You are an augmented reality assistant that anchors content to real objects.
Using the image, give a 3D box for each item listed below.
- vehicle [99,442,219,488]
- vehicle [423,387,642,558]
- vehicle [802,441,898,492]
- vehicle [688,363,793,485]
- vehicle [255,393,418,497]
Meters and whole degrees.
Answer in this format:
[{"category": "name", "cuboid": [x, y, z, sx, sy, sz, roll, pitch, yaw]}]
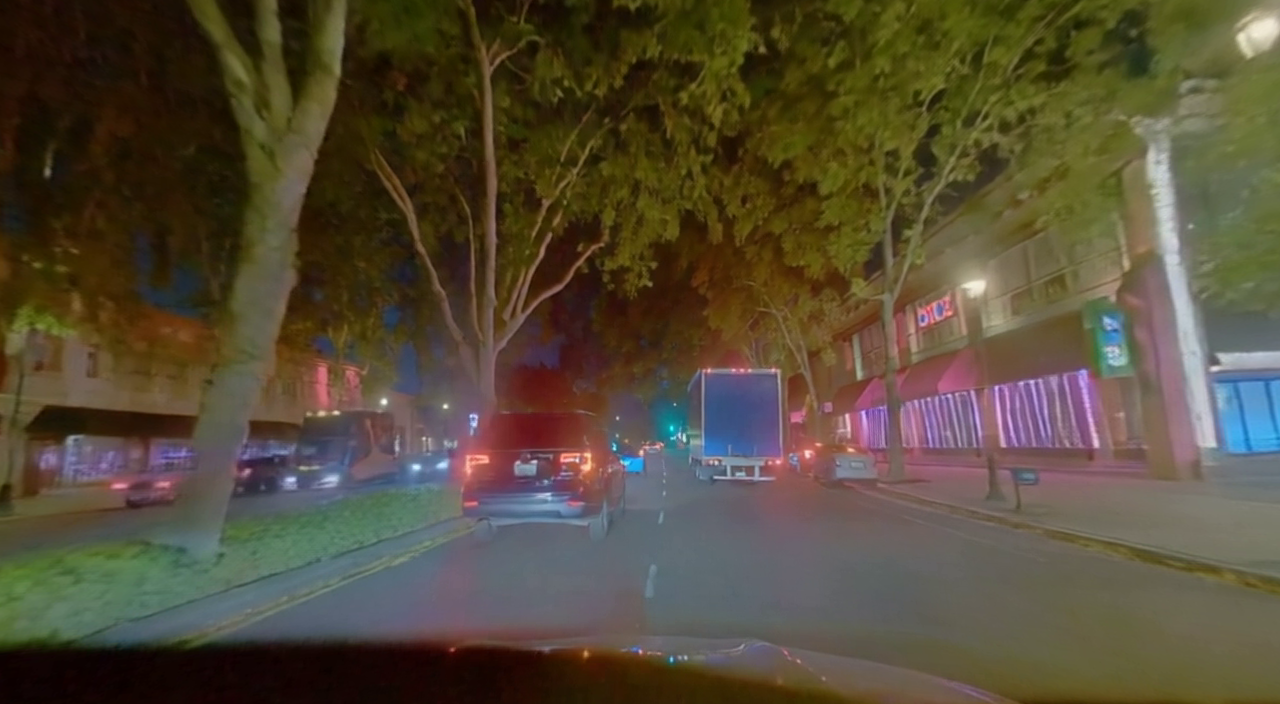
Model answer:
[{"category": "vehicle", "cuboid": [-27.639, 6.465, 36.675, 2.153, 2.378, 5.796, 0, -8, 3]}, {"category": "vehicle", "cuboid": [-1.307, 1.815, 10.124, 2.293, 2.036, 4.853, -1, -9, 4]}, {"category": "vehicle", "cuboid": [6.847, 3.751, 21.065, 1.929, 1.522, 4.158, -1, -9, 3]}, {"category": "vehicle", "cuboid": [3.957, 3.402, 28.341, 3.007, 4.206, 12.913, -1, -8, 2]}, {"category": "vehicle", "cuboid": [-12.294, 3.899, 26.569, 3.027, 3.656, 7.024, -3, -9, 4]}]
